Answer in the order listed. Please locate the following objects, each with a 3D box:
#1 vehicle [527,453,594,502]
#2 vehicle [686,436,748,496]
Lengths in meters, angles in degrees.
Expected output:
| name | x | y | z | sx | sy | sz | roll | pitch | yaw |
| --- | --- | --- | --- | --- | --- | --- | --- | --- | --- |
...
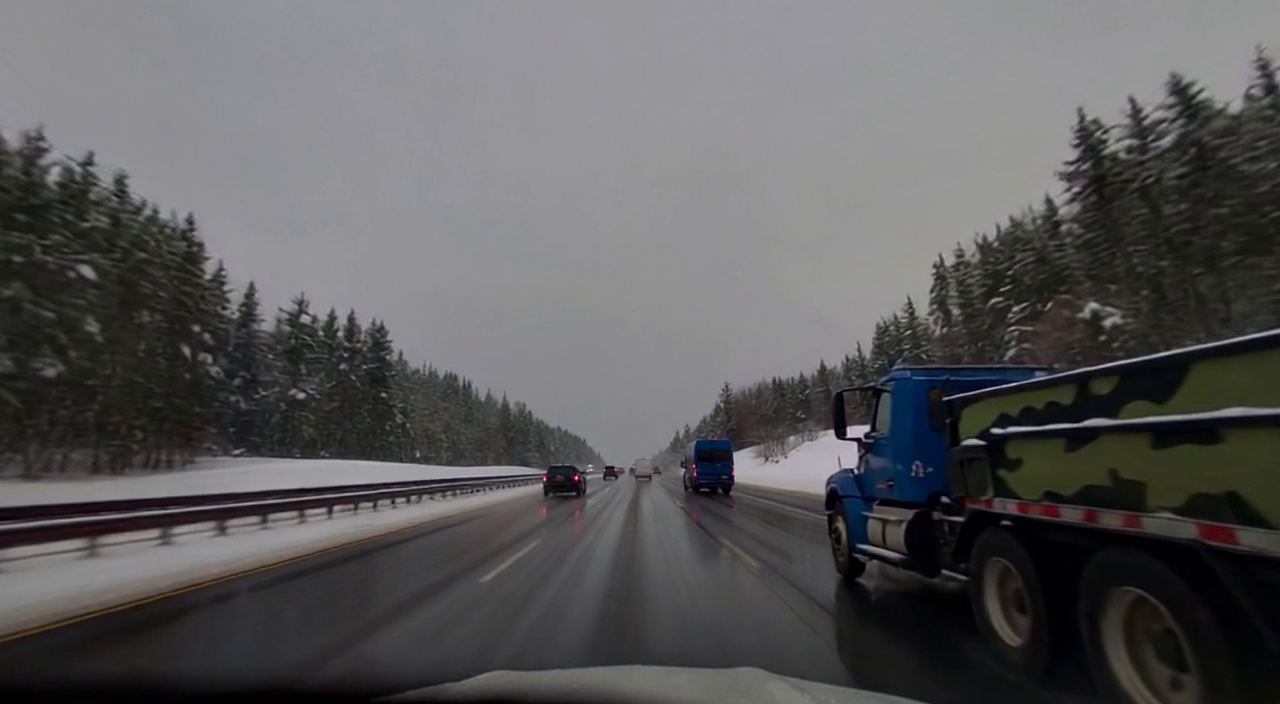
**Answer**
| name | x | y | z | sx | sy | sz | roll | pitch | yaw |
| --- | --- | --- | --- | --- | --- | --- | --- | --- | --- |
| vehicle | -3.293 | 5.350 | 27.041 | 2.204 | 1.852 | 4.661 | 1 | -10 | 1 |
| vehicle | 4.085 | 6.246 | 34.517 | 2.703 | 2.988 | 5.097 | 1 | -10 | 0 |
